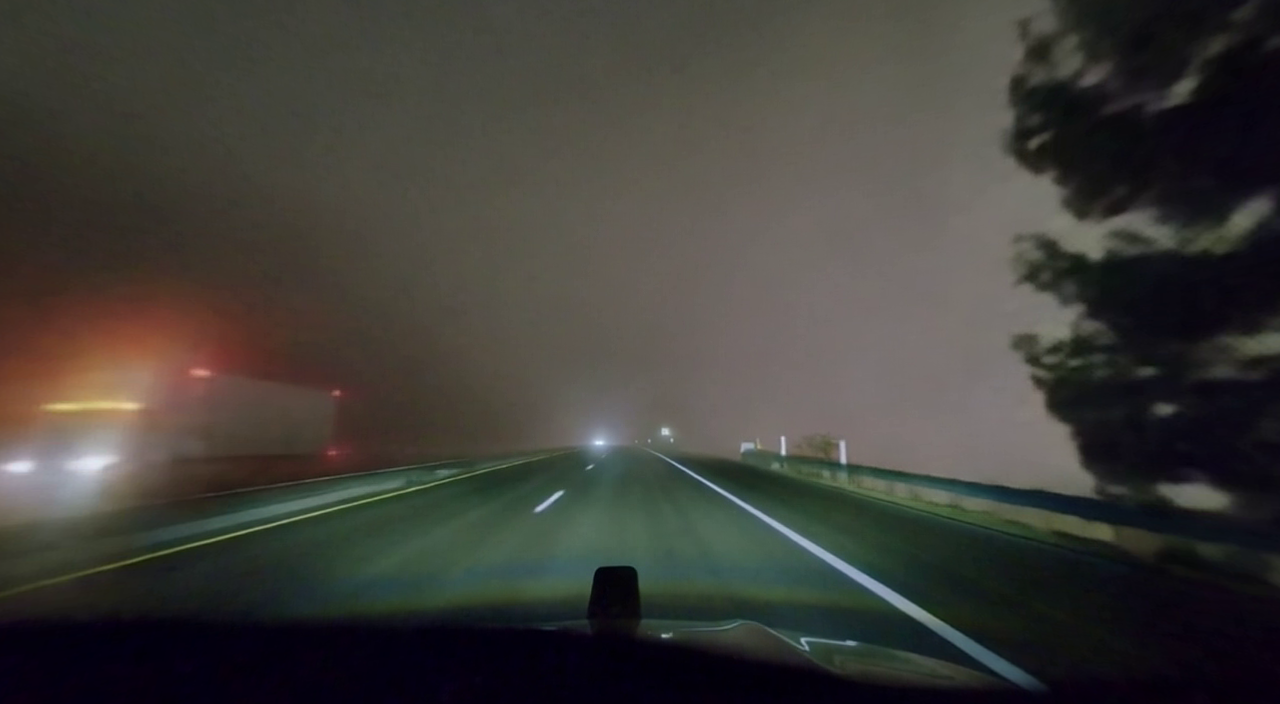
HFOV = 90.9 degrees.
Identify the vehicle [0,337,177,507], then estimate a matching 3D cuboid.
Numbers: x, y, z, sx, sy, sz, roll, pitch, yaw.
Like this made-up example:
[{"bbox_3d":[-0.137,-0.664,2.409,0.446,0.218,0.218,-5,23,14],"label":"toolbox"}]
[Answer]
[{"bbox_3d":[-16.559,1.968,17.235,3.172,3.915,5.914,0,-8,-1],"label":"vehicle"}]
